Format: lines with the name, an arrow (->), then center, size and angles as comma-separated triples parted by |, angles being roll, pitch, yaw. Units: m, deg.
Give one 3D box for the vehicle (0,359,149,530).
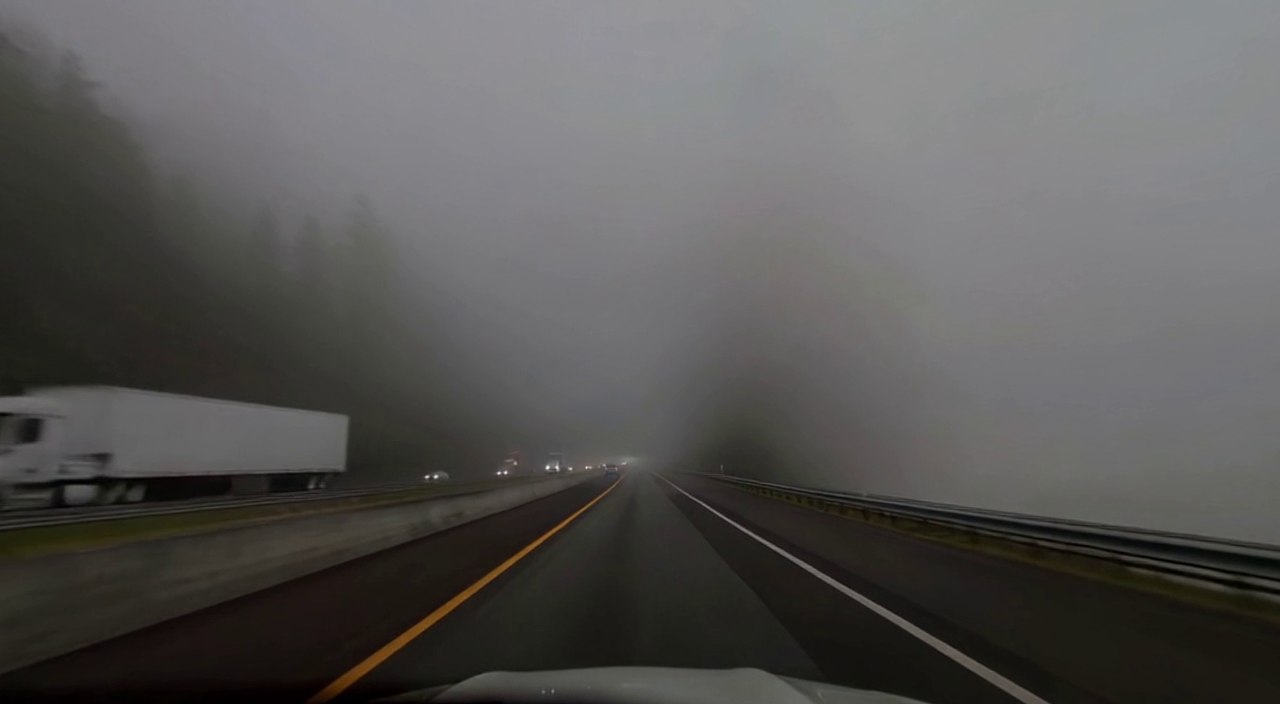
vehicle -> -16.486, 2.370, 15.913 | 2.919, 3.961, 5.998 | 1, -10, 1
